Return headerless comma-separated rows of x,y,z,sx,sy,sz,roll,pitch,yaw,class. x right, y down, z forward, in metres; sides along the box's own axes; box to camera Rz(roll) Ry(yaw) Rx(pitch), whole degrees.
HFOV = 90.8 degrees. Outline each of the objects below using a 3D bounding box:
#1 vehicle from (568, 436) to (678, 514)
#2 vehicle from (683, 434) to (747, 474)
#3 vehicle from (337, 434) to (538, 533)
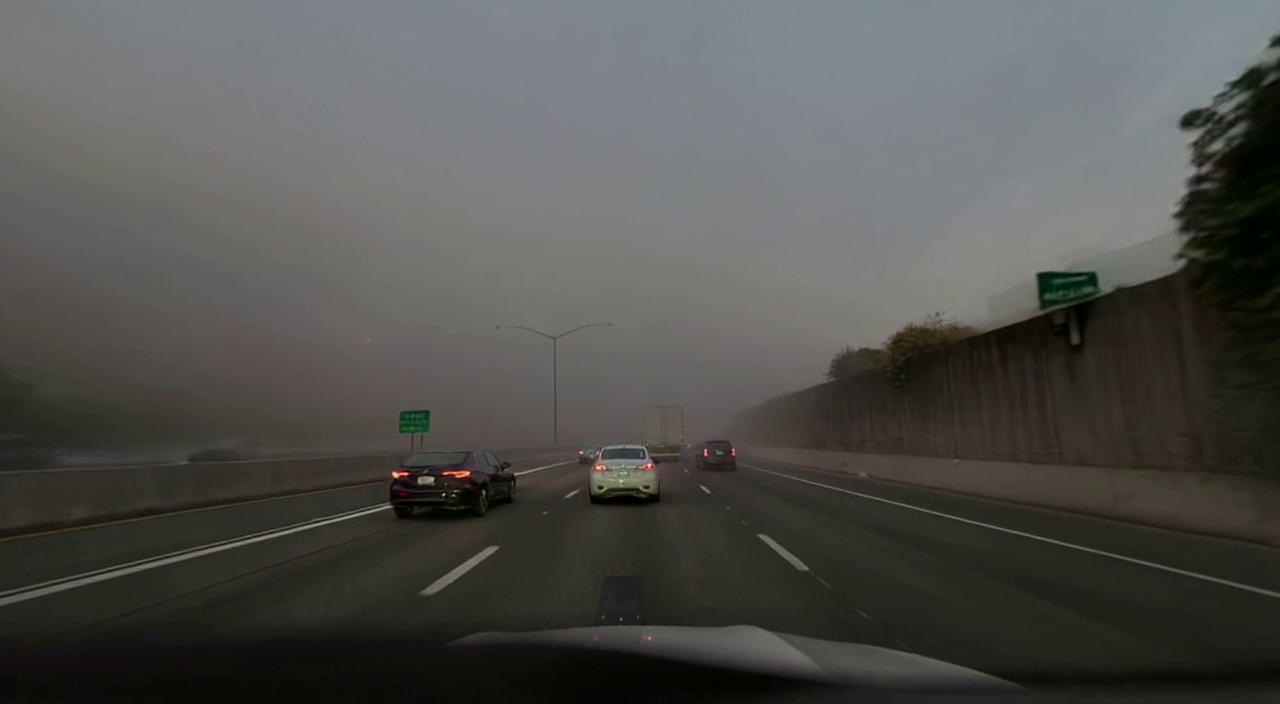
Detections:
-0.296,2.684,14.237,2.136,1.470,3.971,-1,-9,1,vehicle
3.324,4.652,28.923,2.166,1.666,4.618,0,-9,-2,vehicle
-3.516,2.403,12.220,2.130,1.474,5.027,-1,-9,1,vehicle
